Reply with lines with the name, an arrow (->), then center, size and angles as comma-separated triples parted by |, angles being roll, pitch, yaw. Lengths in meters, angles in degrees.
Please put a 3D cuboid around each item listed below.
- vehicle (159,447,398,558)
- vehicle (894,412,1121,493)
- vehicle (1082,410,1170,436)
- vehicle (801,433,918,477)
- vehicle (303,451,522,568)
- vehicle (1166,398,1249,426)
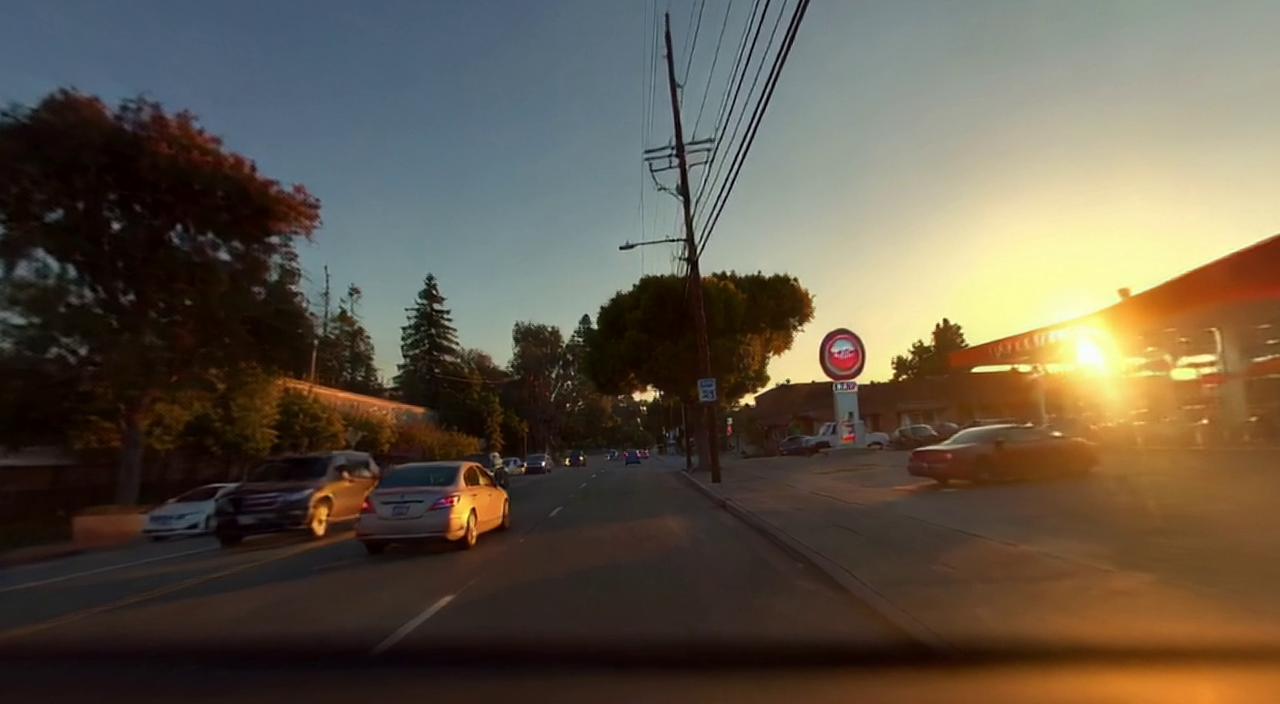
vehicle -> -6.778, 2.799, 12.697 | 1.877, 1.742, 4.919 | 0, -8, 0
vehicle -> 8.194, 2.210, 14.071 | 4.713, 1.518, 2.035 | 4, -10, -27
vehicle -> 31.237, 4.599, 40.702 | 1.760, 1.510, 4.095 | 7, -11, -41
vehicle -> 7.970, 3.700, 22.897 | 4.000, 1.440, 1.746 | 5, -10, -30
vehicle -> -3.359, 2.384, 10.408 | 1.943, 1.455, 4.414 | 0, -8, 0
vehicle -> 42.034, 4.504, 46.944 | 1.910, 1.756, 4.428 | -2, -9, 0
